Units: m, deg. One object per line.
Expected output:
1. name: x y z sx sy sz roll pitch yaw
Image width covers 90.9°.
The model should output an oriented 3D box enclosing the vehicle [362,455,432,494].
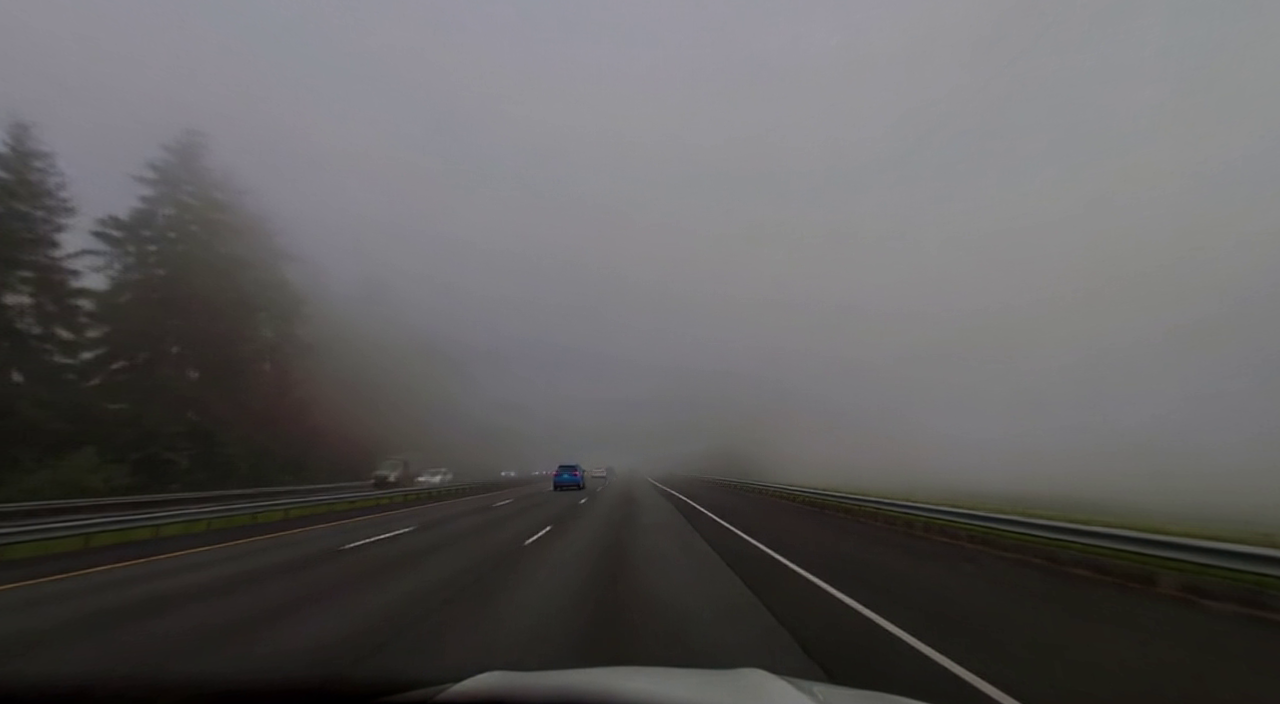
1. vehicle: -17.800 9.015 46.641 2.252 2.648 7.327 1 -10 0

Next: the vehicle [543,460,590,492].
1. vehicle: -3.959 6.780 34.663 2.068 1.592 4.479 1 -10 0

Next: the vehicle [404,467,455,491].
1. vehicle: -13.532 8.185 40.790 1.812 1.474 4.242 1 -10 0
